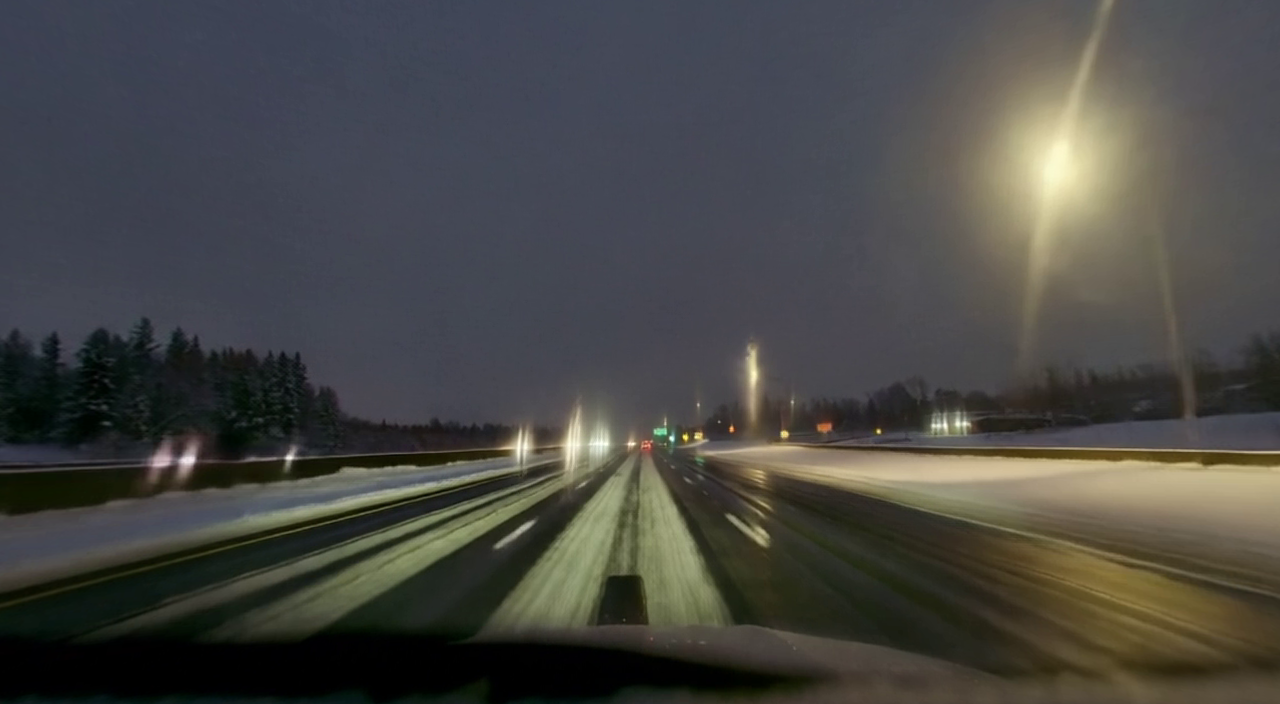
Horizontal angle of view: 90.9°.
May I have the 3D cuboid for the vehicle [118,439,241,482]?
[{"bbox_3d":[-23.225,5.459,32.185,2.111,1.937,5.530,-1,-8,0],"label":"vehicle"}]
